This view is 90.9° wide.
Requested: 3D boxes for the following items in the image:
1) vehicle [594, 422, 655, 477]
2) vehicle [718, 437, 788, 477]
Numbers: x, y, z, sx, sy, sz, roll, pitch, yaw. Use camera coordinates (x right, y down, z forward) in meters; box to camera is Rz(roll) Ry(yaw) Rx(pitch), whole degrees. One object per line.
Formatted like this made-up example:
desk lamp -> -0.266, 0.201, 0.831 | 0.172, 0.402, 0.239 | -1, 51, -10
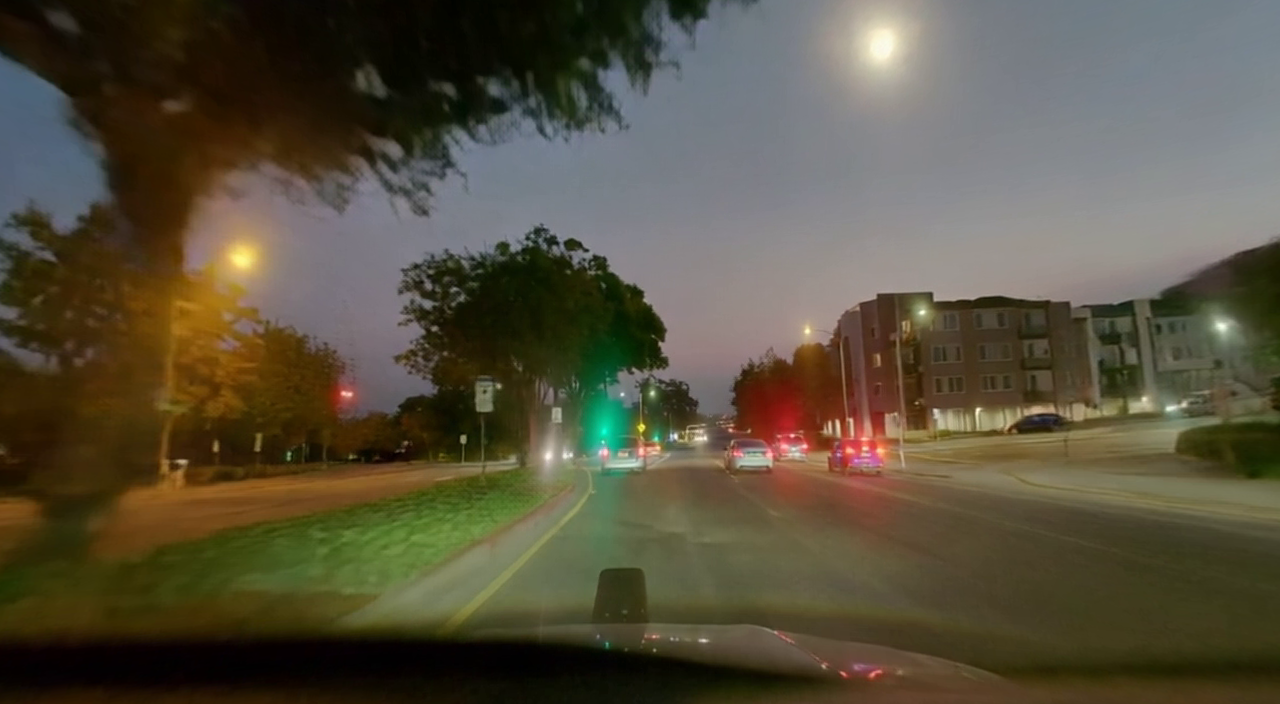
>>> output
vehicle -> -0.783, 4.234, 27.500 | 2.396, 2.143, 4.824 | 0, -8, -4
vehicle -> 4.525, 4.293, 25.944 | 2.075, 1.486, 4.316 | 0, -8, 0
